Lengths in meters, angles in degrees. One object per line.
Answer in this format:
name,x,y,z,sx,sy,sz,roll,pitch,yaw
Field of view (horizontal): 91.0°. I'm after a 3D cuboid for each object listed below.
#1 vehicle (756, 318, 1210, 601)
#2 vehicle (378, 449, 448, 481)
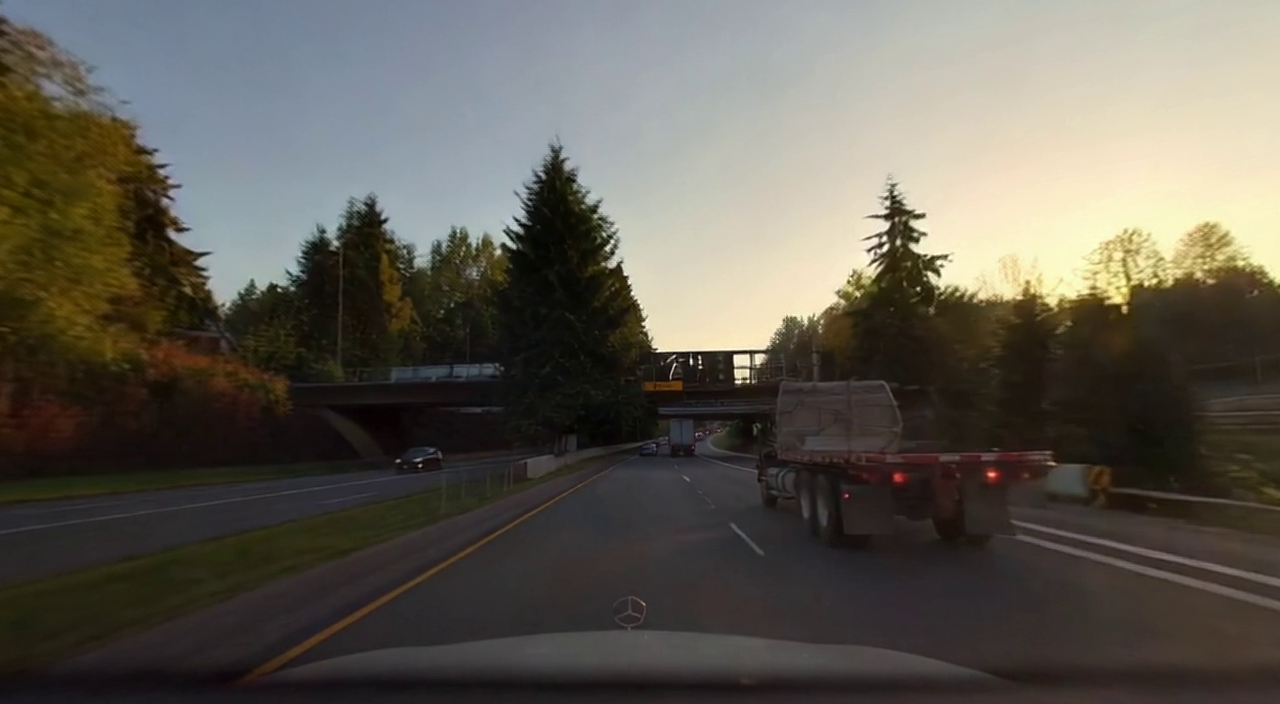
vehicle,3.522,1.359,8.675,2.677,2.439,6.402,0,-8,1
vehicle,-12.049,5.993,33.724,1.915,1.496,4.610,0,-8,1
